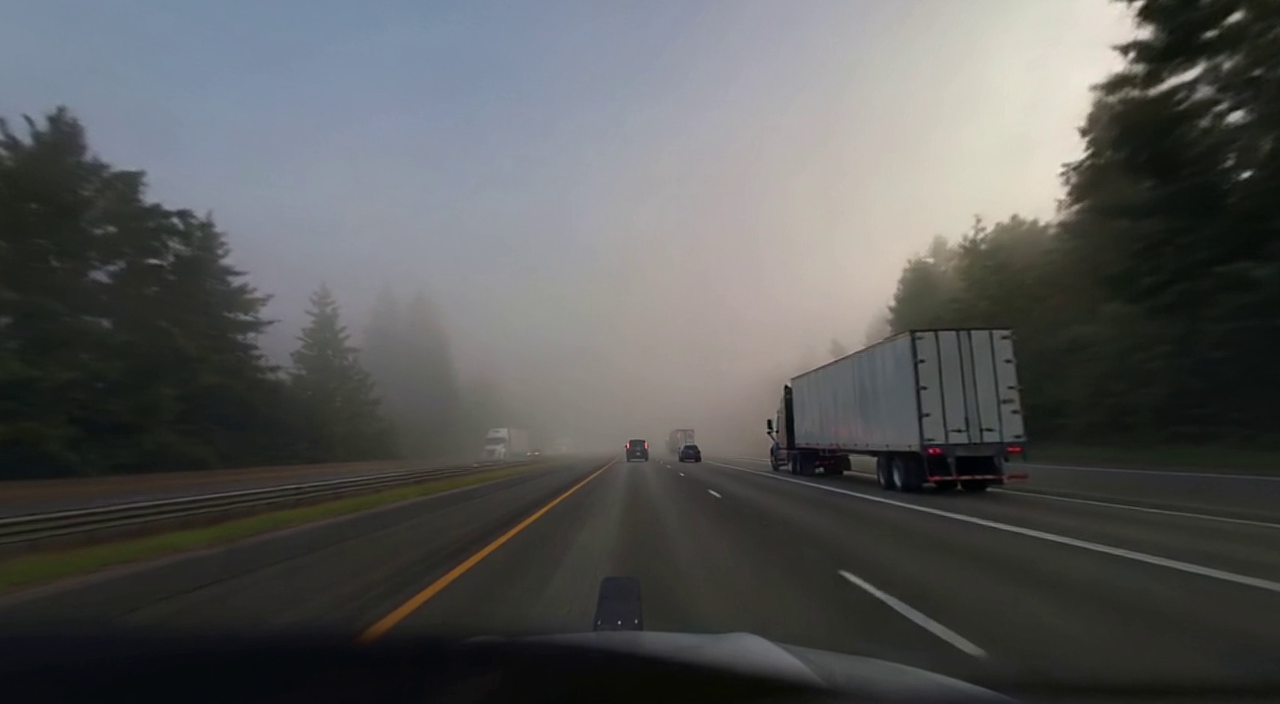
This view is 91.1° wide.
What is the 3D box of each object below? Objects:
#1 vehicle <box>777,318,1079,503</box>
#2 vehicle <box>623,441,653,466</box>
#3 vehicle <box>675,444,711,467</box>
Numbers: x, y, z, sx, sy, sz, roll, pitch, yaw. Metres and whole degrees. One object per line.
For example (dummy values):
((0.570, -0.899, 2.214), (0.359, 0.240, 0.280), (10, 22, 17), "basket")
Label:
((7.794, 2.310, 20.786), (3.044, 4.073, 14.016), (0, -9, -1), "vehicle")
((-0.132, 7.544, 46.732), (2.114, 1.706, 4.106), (0, -9, 0), "vehicle")
((3.585, 7.095, 43.217), (2.025, 1.534, 4.179), (0, -9, -1), "vehicle")
